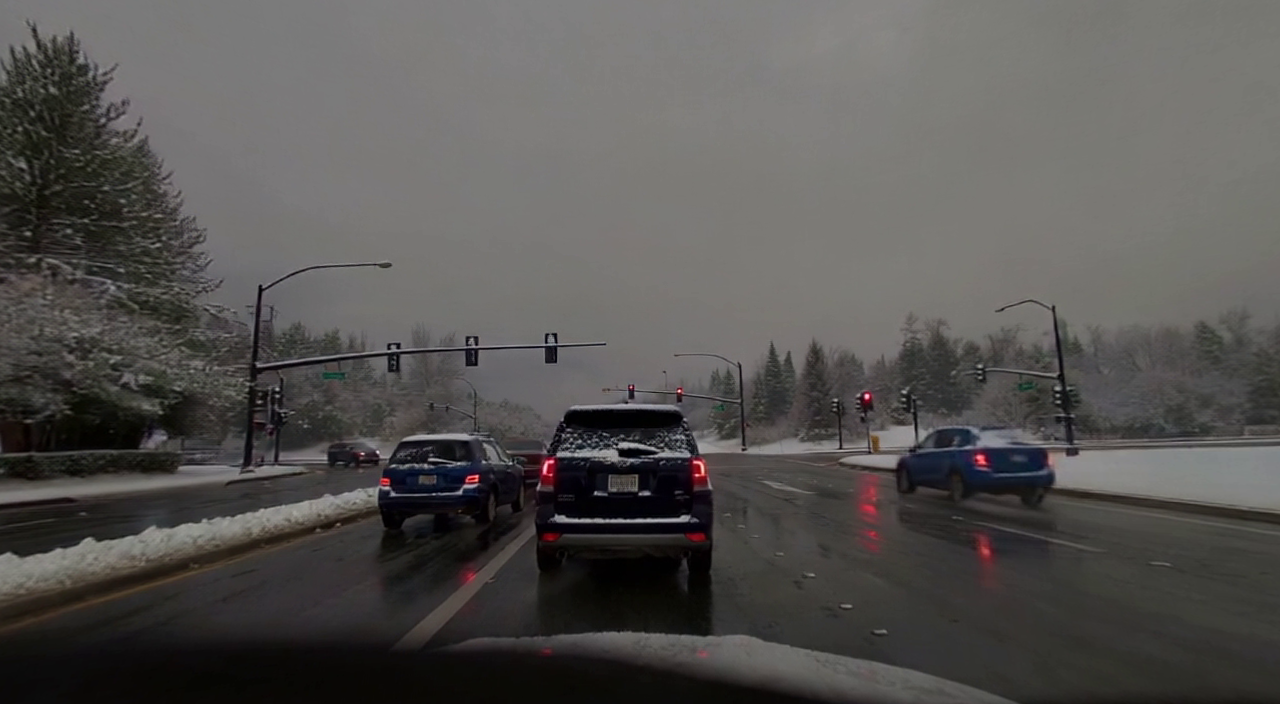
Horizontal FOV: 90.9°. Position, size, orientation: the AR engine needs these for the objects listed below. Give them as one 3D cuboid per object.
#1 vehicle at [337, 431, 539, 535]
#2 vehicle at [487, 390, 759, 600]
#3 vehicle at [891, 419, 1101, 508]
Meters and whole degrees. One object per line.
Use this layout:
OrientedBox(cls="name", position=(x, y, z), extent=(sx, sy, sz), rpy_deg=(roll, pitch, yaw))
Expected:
OrientedBox(cls="vehicle", position=(-3.365, 2.295, 11.844), extent=(2.061, 1.504, 5.142), rpy_deg=(0, -8, 1))
OrientedBox(cls="vehicle", position=(-0.150, 1.517, 7.491), extent=(2.298, 1.770, 4.138), rpy_deg=(0, -8, 0))
OrientedBox(cls="vehicle", position=(8.016, 2.562, 14.915), extent=(2.166, 1.761, 4.692), rpy_deg=(0, -8, -1))
